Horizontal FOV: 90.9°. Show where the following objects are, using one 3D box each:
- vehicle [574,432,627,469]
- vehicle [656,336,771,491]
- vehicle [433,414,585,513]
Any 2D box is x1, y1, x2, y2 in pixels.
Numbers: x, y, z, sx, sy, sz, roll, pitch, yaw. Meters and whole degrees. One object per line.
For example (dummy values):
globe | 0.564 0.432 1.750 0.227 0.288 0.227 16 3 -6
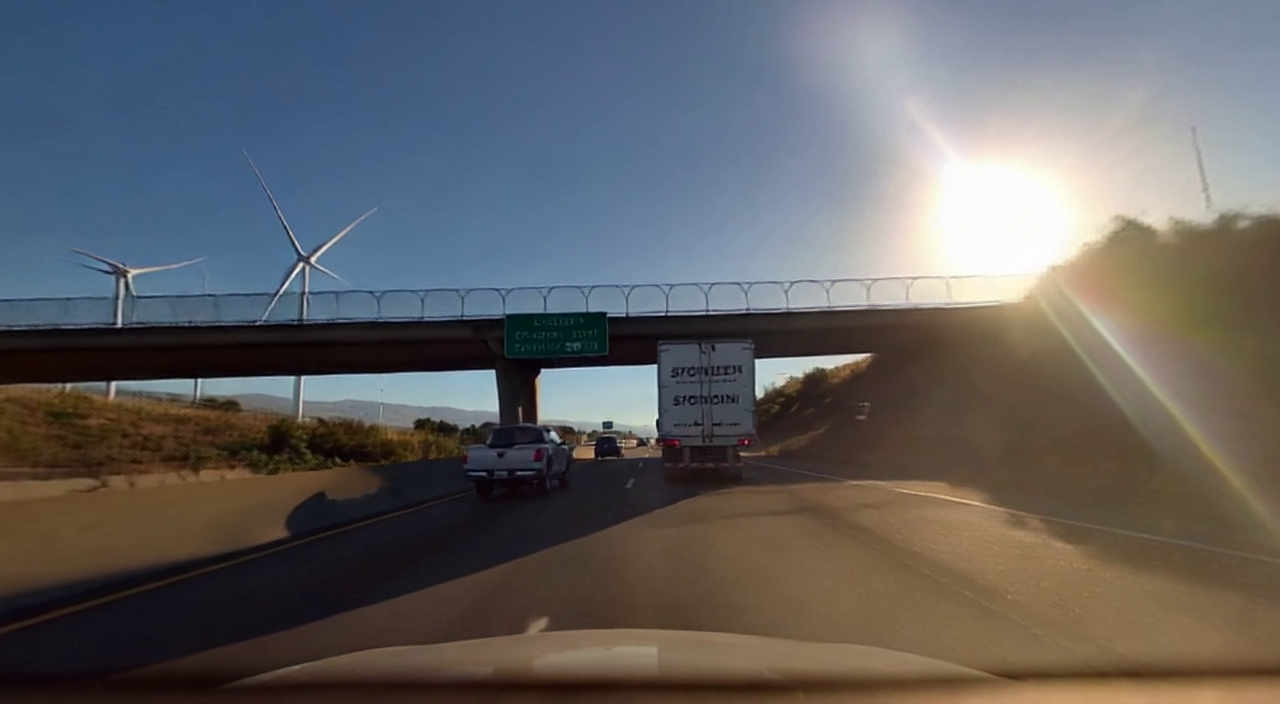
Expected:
vehicle | -1.873 4.878 31.541 2.167 1.686 4.946 0 -8 2
vehicle | 2.084 2.396 22.542 2.906 3.990 12.551 0 -8 2
vehicle | -2.646 2.389 14.095 2.283 1.814 4.568 0 -8 2
